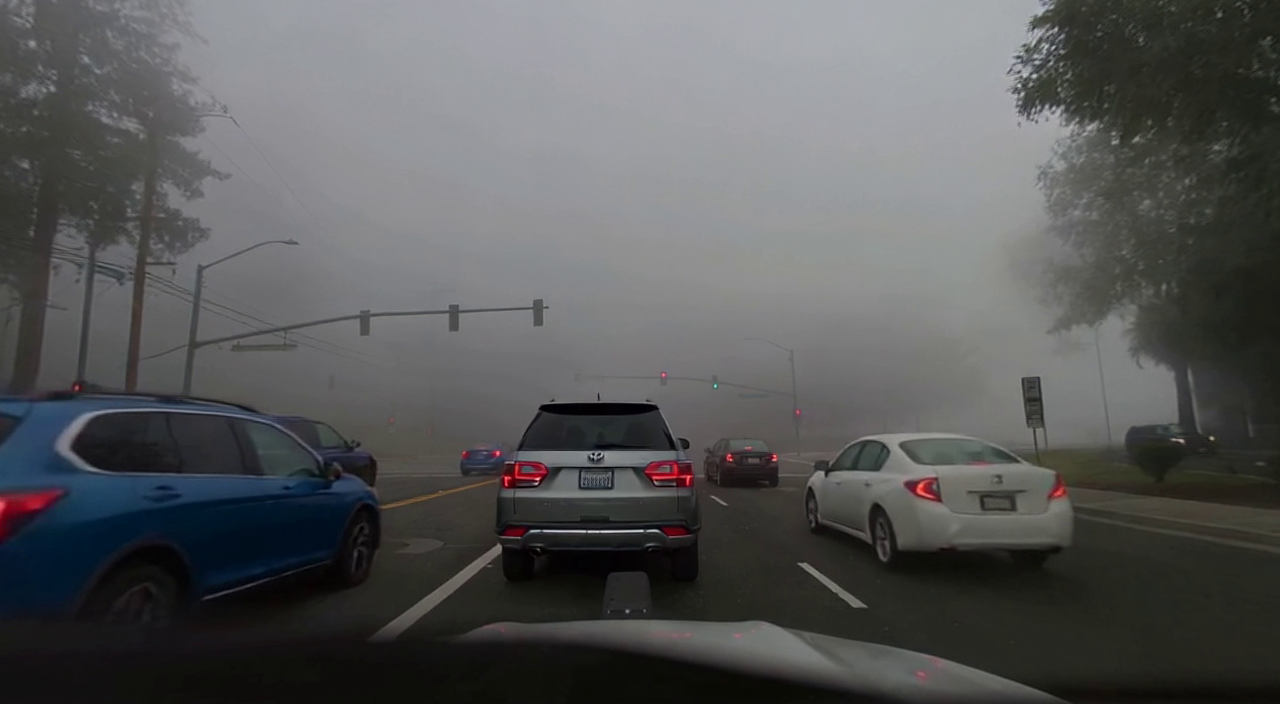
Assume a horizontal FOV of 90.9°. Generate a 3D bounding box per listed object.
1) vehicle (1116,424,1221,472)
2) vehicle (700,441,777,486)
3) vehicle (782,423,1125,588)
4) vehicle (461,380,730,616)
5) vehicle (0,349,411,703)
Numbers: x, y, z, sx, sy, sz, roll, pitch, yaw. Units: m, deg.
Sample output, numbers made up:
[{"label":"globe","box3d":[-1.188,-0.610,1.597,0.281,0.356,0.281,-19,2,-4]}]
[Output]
[{"label":"vehicle","box3d":[19.313,3.504,22.982,4.215,1.578,1.892,7,-11,-37]},{"label":"vehicle","box3d":[3.366,3.898,22.385,2.104,1.441,4.240,0,-8,1]},{"label":"vehicle","box3d":[3.353,1.721,7.934,2.121,1.494,4.208,0,-8,0]},{"label":"vehicle","box3d":[-0.351,1.438,7.091,2.064,1.817,4.298,0,-8,0]},{"label":"vehicle","box3d":[-3.707,1.147,4.845,2.160,1.666,4.583,0,-8,0]}]
